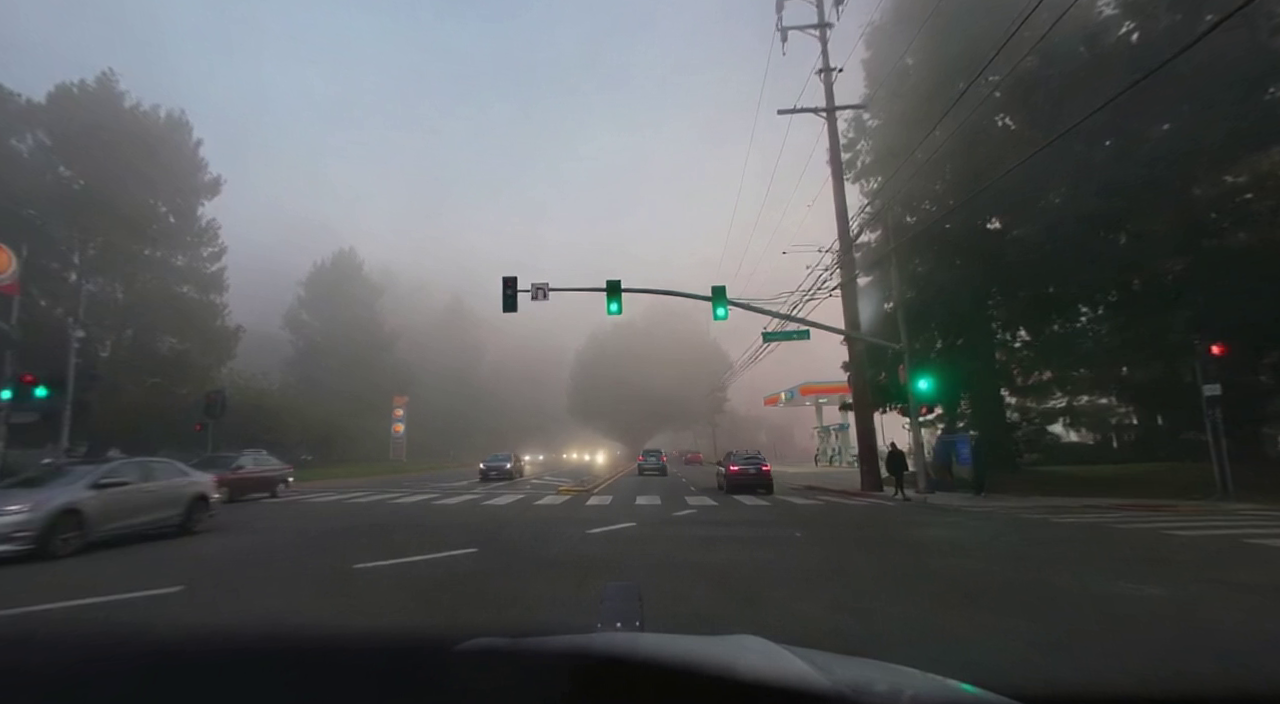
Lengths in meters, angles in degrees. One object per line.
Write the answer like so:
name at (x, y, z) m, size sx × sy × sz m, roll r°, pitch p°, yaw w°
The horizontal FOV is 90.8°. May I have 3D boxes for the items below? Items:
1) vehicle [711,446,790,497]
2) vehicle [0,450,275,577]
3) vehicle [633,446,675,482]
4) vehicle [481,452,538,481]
vehicle at (3.795, 4.172, 22.445) m, size 1.990 × 1.592 × 4.294 m, roll -1°, pitch -9°, yaw 0°
vehicle at (-8.070, 2.333, 9.956) m, size 2.031 × 1.512 × 4.207 m, roll -1°, pitch -9°, yaw 2°
vehicle at (0.780, 6.109, 34.743) m, size 2.163 × 1.825 × 4.073 m, roll -1°, pitch -9°, yaw 1°
vehicle at (-7.480, 6.611, 36.727) m, size 2.109 × 1.525 × 4.562 m, roll -1°, pitch -9°, yaw 3°
